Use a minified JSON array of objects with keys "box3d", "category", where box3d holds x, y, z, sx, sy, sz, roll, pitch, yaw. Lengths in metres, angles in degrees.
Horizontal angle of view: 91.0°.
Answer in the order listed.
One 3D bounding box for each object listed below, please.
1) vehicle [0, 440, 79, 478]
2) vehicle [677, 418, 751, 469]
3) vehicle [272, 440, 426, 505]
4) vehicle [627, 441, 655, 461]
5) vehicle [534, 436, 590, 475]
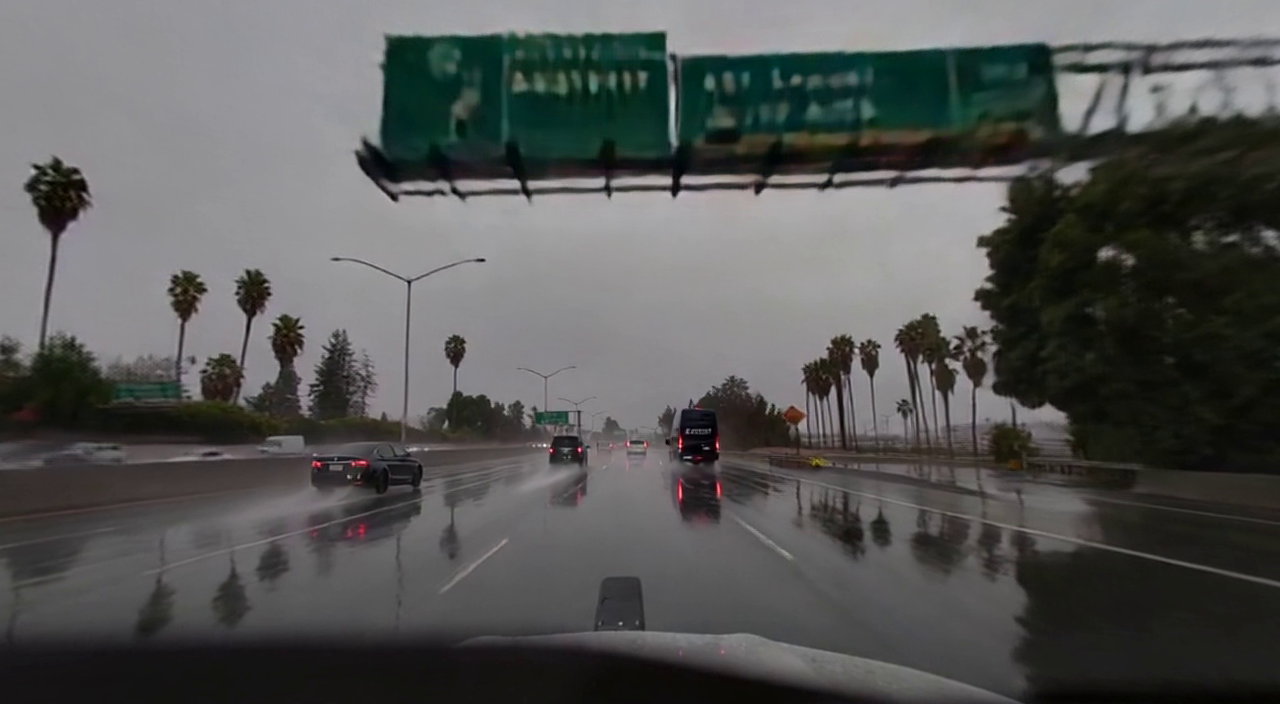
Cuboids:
[{"box3d":[-31.424,5.307,31.418,2.342,1.798,4.902,0,-9,-1],"category":"vehicle"},{"box3d":[4.236,5.874,40.038,2.891,2.596,15.534,0,-9,0],"category":"vehicle"},{"box3d":[-7.554,3.148,16.927,2.050,1.487,4.372,0,-9,0],"category":"vehicle"},{"box3d":[0.068,7.793,49.447,2.085,1.507,4.096,0,-9,0],"category":"vehicle"},{"box3d":[-3.526,4.771,29.149,2.017,1.683,4.094,0,-9,0],"category":"vehicle"}]
